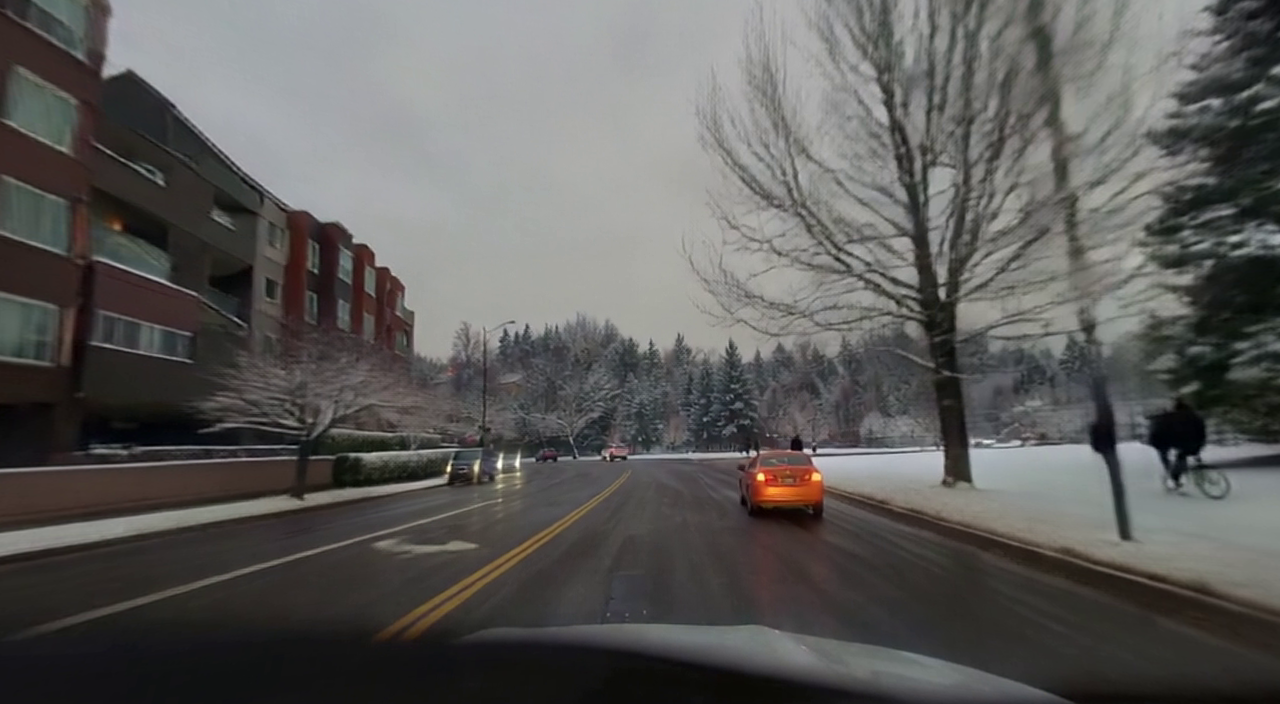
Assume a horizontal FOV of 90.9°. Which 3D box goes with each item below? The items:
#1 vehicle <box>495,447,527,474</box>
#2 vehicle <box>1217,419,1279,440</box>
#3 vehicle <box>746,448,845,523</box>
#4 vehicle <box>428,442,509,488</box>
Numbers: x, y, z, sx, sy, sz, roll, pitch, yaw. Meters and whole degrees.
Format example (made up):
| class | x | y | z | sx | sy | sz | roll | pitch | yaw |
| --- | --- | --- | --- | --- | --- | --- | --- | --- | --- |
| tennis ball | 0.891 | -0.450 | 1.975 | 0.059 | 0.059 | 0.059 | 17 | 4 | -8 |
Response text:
| class | x | y | z | sx | sy | sz | roll | pitch | yaw |
| --- | --- | --- | --- | --- | --- | --- | --- | --- | --- |
| vehicle | -8.678 | 7.317 | 42.746 | 1.994 | 1.697 | 4.436 | 1 | -9 | -10 |
| vehicle | 45.193 | 5.647 | 45.901 | 4.494 | 1.438 | 1.996 | -7 | -11 | 41 |
| vehicle | 3.051 | 2.677 | 12.818 | 1.559 | 1.351 | 2.452 | -1 | -10 | 5 |
| vehicle | -8.261 | 5.495 | 30.925 | 2.347 | 1.846 | 4.915 | -6 | -9 | 2 |
